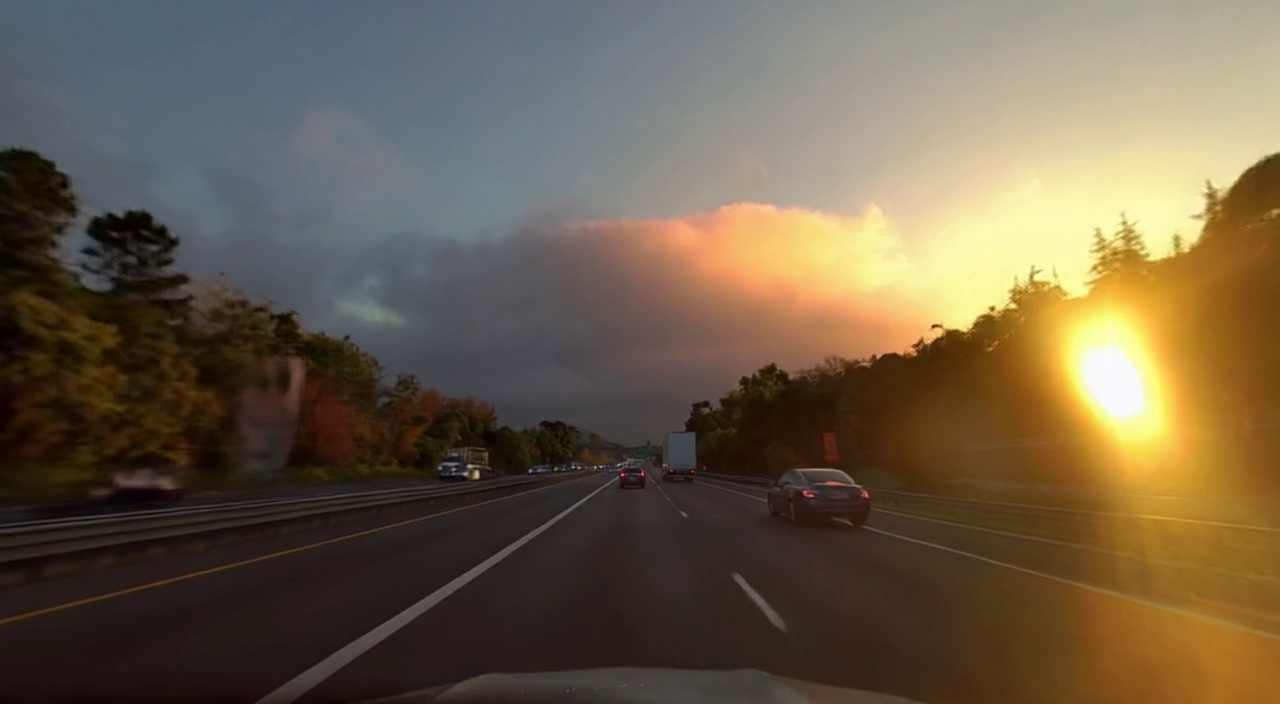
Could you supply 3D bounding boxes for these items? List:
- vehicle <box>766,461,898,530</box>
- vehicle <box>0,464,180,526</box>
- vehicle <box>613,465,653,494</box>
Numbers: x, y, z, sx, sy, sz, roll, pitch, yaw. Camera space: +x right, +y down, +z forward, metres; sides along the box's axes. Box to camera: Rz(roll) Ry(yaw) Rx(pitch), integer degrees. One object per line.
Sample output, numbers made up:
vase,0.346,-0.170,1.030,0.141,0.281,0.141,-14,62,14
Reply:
vehicle,4.650,3.547,16.022,1.897,1.476,4.334,1,-10,-1
vehicle,-16.412,4.186,18.887,1.910,1.585,4.351,1,-10,0
vehicle,-0.400,6.893,34.281,2.010,1.436,3.973,1,-10,-1
